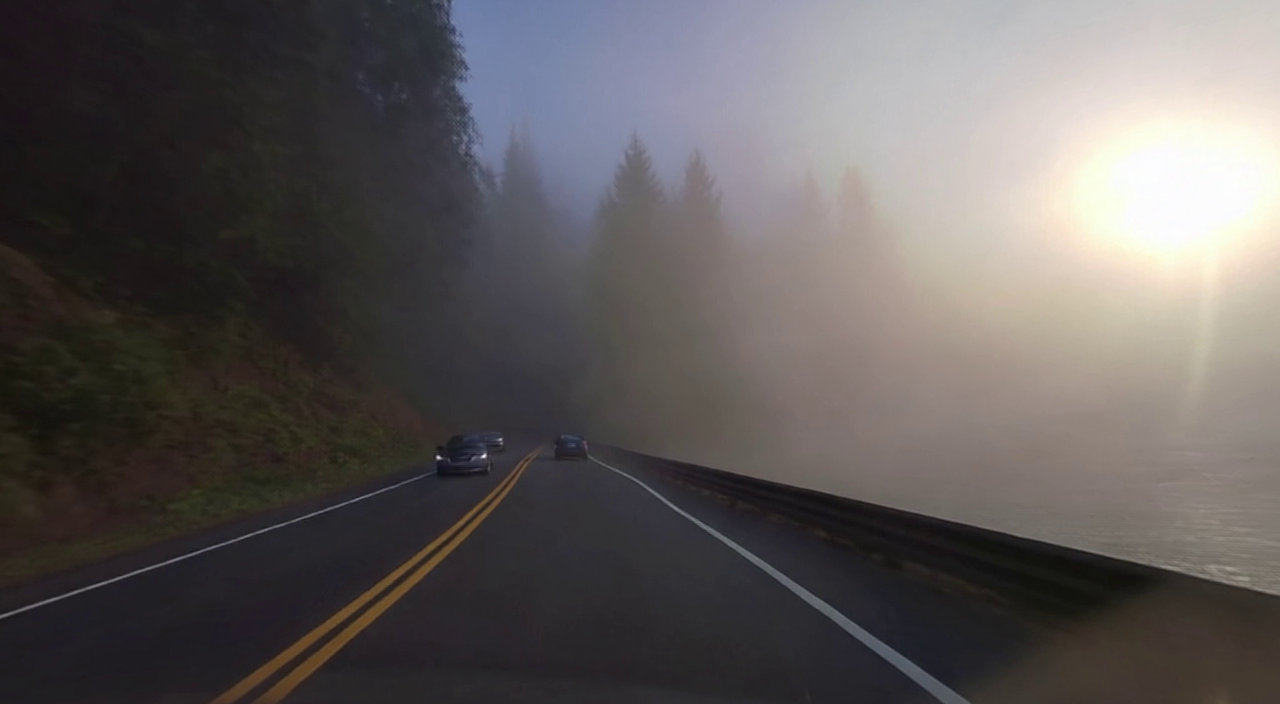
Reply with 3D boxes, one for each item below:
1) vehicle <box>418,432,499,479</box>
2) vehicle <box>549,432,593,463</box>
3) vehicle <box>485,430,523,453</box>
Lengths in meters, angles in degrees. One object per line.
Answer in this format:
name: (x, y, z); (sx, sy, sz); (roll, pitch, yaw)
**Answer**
vehicle: (-6.528, 3.749, 23.199); (2.133, 1.526, 4.308); (1, -8, -6)
vehicle: (-3.713, 5.004, 33.298); (2.120, 1.491, 4.349); (1, -8, -8)
vehicle: (-9.625, 6.381, 44.919); (2.200, 1.588, 4.150); (1, -8, -7)
